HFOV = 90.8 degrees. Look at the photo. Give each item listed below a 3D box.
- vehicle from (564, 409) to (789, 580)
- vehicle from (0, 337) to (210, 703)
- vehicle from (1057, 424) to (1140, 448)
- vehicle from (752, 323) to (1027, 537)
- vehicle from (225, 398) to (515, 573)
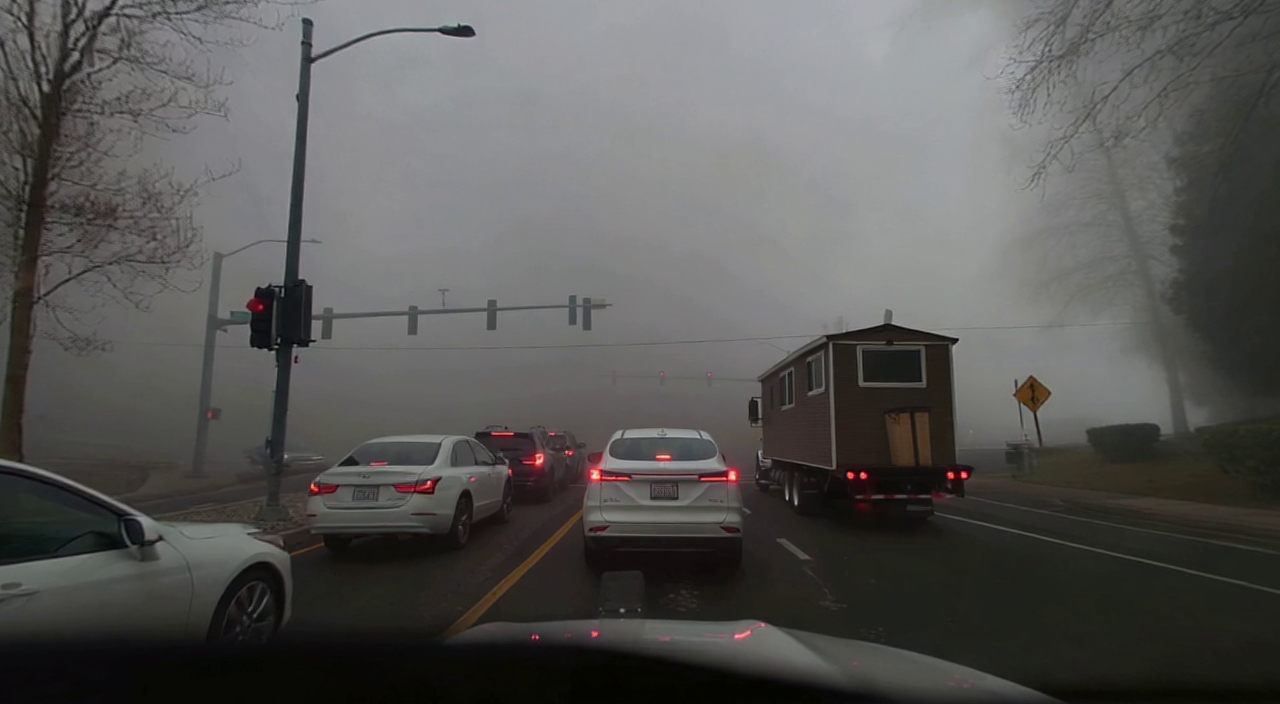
[{"bbox_3d":[0.369,1.709,8.324,2.189,1.649,4.171,0,-9,0],"label":"vehicle"},{"bbox_3d":[-3.423,0.678,1.481,1.952,1.730,4.116,0,-9,-1],"label":"vehicle"},{"bbox_3d":[33.178,6.141,45.886,4.671,1.595,1.824,-5,-10,31],"label":"vehicle"},{"bbox_3d":[3.699,1.402,11.014,2.531,2.750,5.595,0,-9,1],"label":"vehicle"},{"bbox_3d":[-3.258,1.721,8.859,2.085,1.812,4.388,0,-9,0],"label":"vehicle"}]
